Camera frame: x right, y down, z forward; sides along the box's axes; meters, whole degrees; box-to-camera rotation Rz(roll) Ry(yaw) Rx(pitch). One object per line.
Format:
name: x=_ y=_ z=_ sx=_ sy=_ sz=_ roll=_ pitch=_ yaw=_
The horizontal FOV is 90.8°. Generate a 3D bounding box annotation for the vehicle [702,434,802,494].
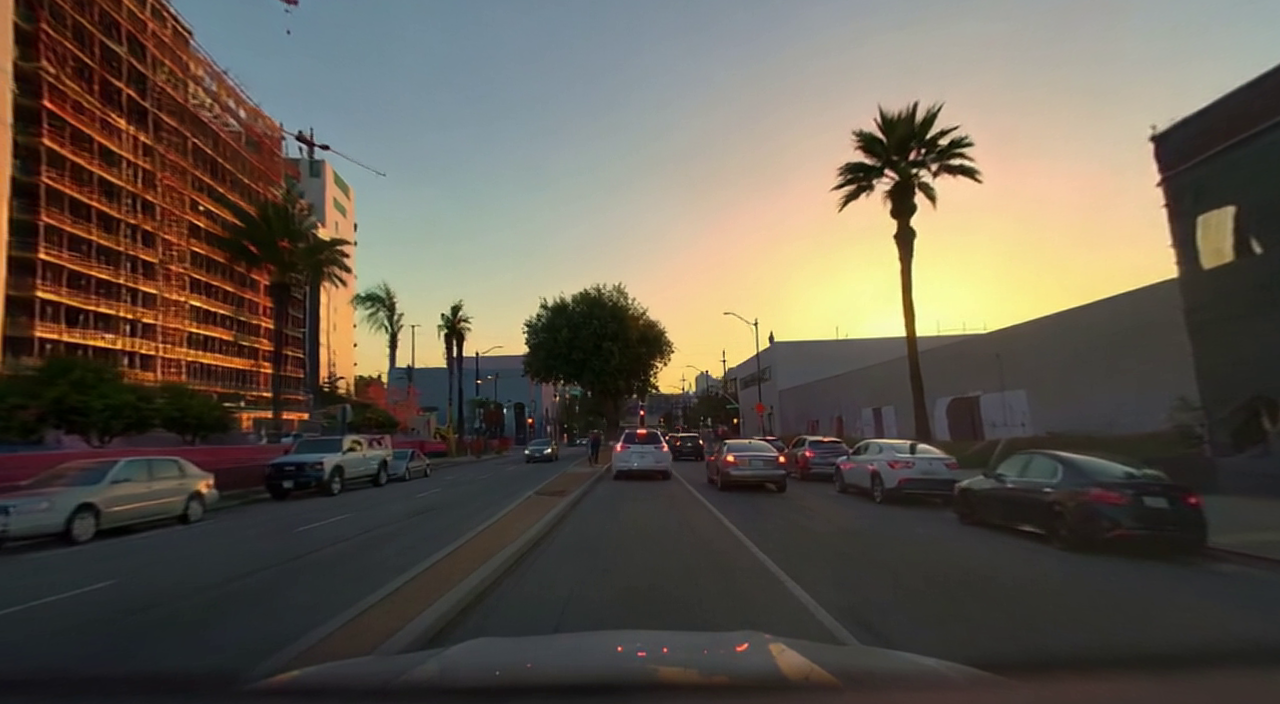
vehicle: x=3.030 y=3.115 z=17.979 sx=1.999 sy=1.487 sz=3.939 roll=0 pitch=-8 yaw=-2

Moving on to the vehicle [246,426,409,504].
vehicle: x=-10.031 y=3.747 z=21.003 sx=2.294 sy=1.948 sz=6.025 roll=-6 pitch=-10 yaw=0

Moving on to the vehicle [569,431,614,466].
vehicle: x=-2.675 y=5.453 z=35.802 sx=2.180 sy=1.879 sz=4.452 roll=0 pitch=-8 yaw=0

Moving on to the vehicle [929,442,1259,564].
vehicle: x=6.445 y=2.128 z=9.781 sx=1.819 sy=1.435 sz=4.337 roll=0 pitch=-8 yaw=-1

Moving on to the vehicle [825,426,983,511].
vehicle: x=6.313 y=2.829 z=15.804 sx=1.886 sy=1.792 sz=4.525 roll=0 pitch=-8 yaw=-1

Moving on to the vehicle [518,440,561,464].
vehicle: x=-6.501 y=6.515 z=41.346 sx=2.020 sy=1.486 sz=4.363 roll=0 pitch=-8 yaw=0

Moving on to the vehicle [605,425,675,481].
vehicle: x=-0.013 y=3.601 z=22.682 sx=2.264 sy=1.798 sz=4.258 roll=0 pitch=-8 yaw=0

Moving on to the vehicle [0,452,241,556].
vehicle: x=-9.923 y=2.656 z=11.864 sx=1.804 sy=1.478 sz=4.734 roll=0 pitch=-8 yaw=-1
